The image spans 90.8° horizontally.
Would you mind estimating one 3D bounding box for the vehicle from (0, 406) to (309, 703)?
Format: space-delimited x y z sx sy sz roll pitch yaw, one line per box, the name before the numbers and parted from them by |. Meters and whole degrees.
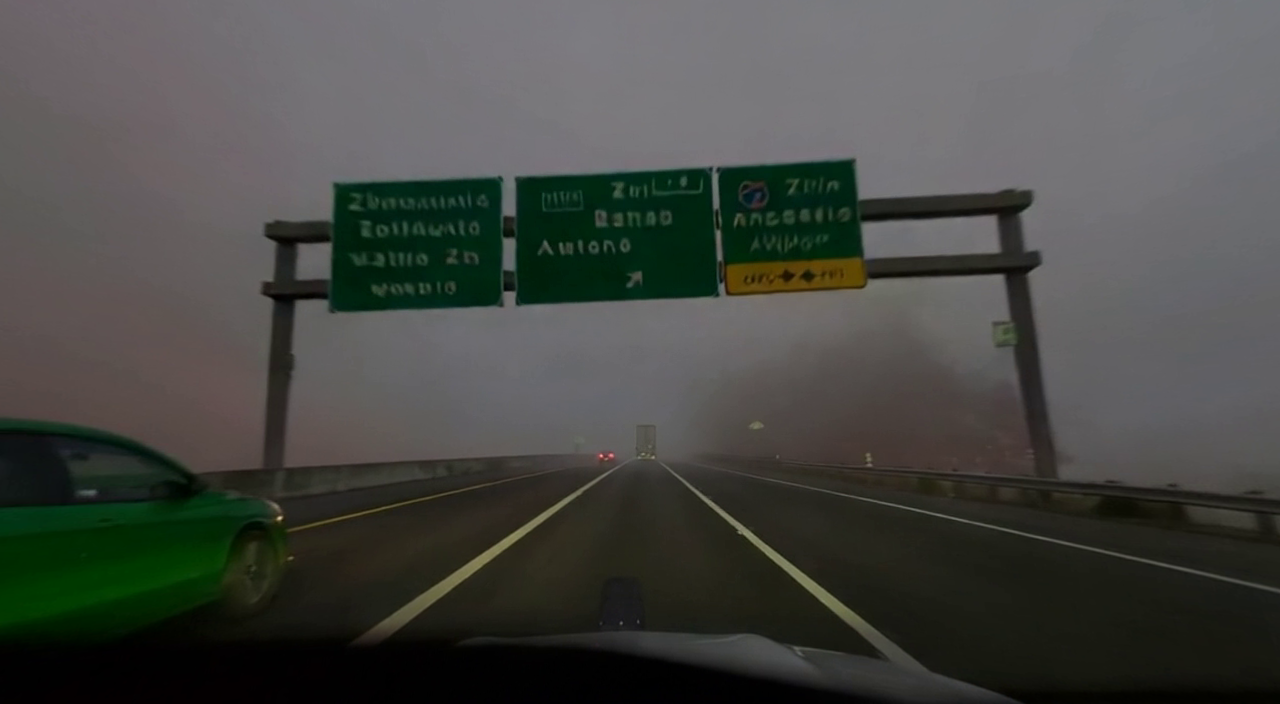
vehicle | -3.743 1.062 3.134 1.843 1.517 4.200 0 -9 1
